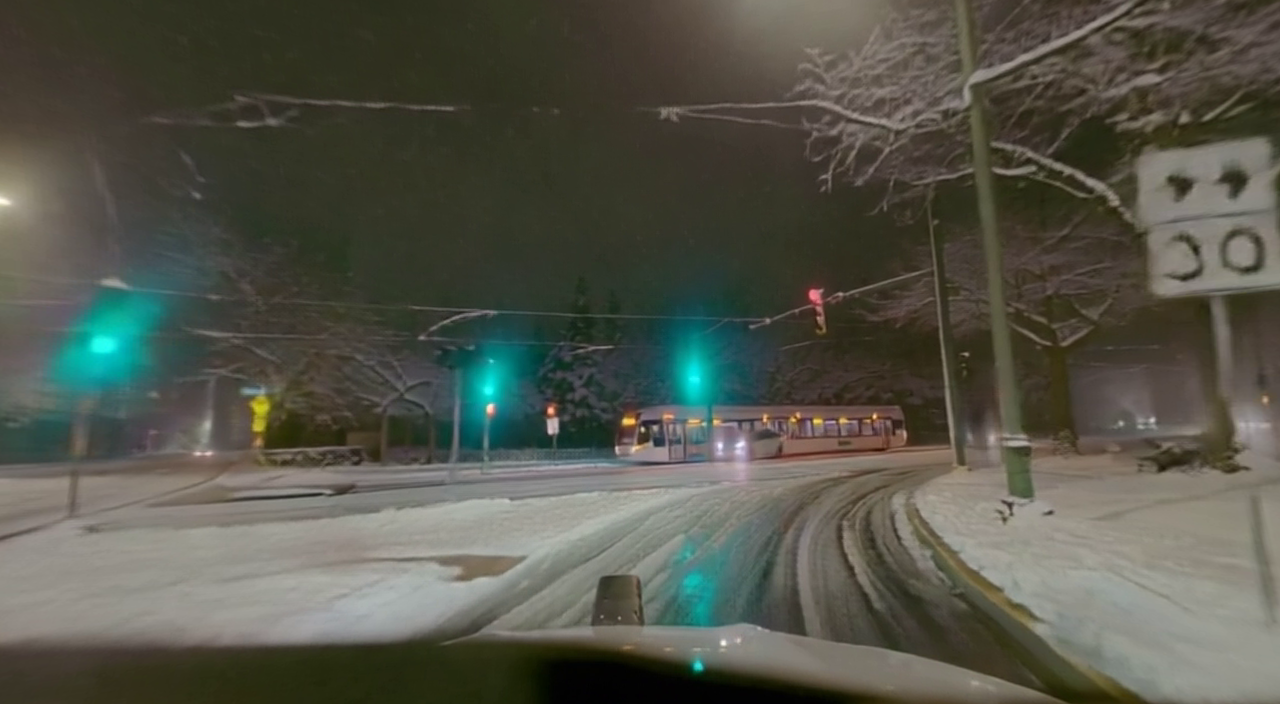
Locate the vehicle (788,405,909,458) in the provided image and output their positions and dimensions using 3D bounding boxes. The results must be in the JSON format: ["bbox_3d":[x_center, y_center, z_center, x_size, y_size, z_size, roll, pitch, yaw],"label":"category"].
[{"bbox_3d":[15.879,5.898,47.238,10.068,3.618,2.878,3,-9,-34],"label":"vehicle"}]

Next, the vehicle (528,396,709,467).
[{"bbox_3d":[-1.035,4.730,36.694,10.391,3.725,2.904,5,-10,-30],"label":"vehicle"}]

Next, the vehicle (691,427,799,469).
[{"bbox_3d":[4.839,4.407,28.758,4.687,1.760,2.028,5,-10,-33],"label":"vehicle"}]

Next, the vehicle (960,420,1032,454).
[{"bbox_3d":[23.211,5.574,40.807,4.386,2.070,2.092,5,-10,-32],"label":"vehicle"}]
